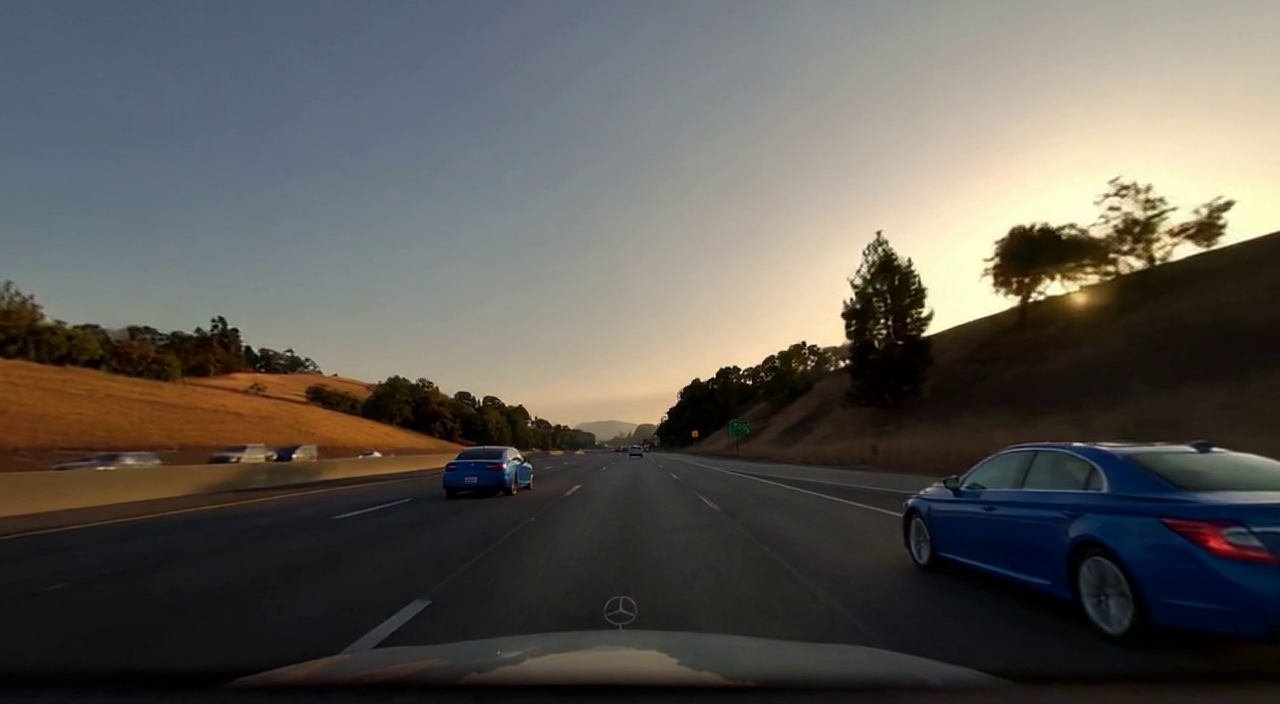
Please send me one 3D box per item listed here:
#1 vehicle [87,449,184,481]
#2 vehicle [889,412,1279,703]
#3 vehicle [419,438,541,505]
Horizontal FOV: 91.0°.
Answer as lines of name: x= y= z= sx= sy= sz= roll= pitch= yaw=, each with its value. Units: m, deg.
vehicle: x=-28.999 y=6.480 z=36.382 sx=1.862 sy=1.668 sz=4.381 roll=0 pitch=-9 yaw=1
vehicle: x=3.865 y=1.285 z=4.599 sx=2.049 sy=1.481 sz=4.774 roll=0 pitch=-8 yaw=-1
vehicle: x=-4.000 y=3.058 z=16.618 sx=1.987 sy=1.516 sz=4.478 roll=0 pitch=-8 yaw=1
